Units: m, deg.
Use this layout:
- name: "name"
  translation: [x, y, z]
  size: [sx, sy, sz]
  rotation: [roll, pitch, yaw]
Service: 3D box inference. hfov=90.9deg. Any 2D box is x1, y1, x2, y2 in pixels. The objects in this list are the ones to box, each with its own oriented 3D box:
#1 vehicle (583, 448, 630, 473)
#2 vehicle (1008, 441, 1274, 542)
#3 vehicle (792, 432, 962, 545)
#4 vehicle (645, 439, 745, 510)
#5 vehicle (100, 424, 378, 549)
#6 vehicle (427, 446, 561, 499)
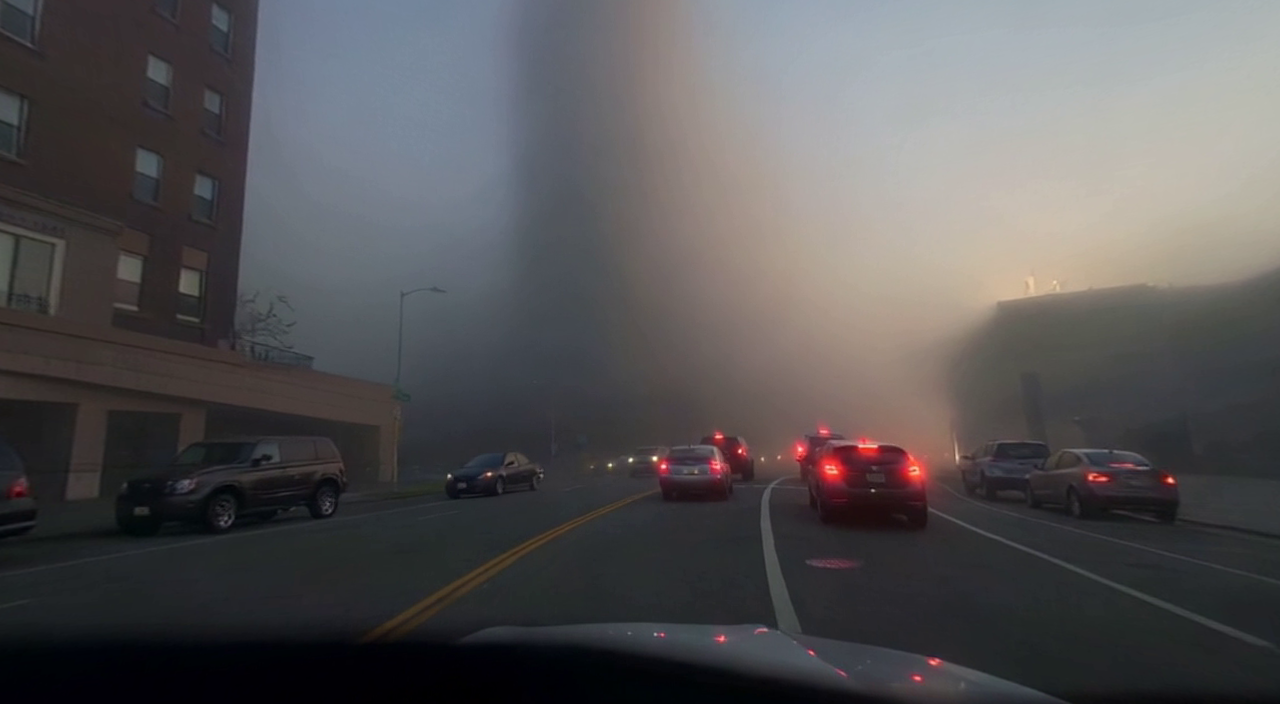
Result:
- name: "vehicle"
  translation: [-2.124, 7.013, 40.940]
  size: [2.040, 1.492, 4.318]
  rotation: [-2, -9, 11]
- name: "vehicle"
  translation: [9.067, 2.486, 12.097]
  size: [1.901, 1.500, 4.729]
  rotation: [-2, -8, 10]
- name: "vehicle"
  translation: [3.724, 2.161, 10.733]
  size: [1.982, 1.510, 4.144]
  rotation: [-2, -9, 11]
- name: "vehicle"
  translation: [1.441, 2.840, 15.155]
  size: [2.031, 1.461, 3.763]
  rotation: [-2, -8, 10]
- name: "vehicle"
  translation: [-7.459, 2.486, 12.393]
  size: [1.934, 1.770, 4.546]
  rotation: [-9, -9, 11]
- name: "vehicle"
  translation: [-4.643, 3.869, 20.758]
  size: [1.928, 1.503, 4.322]
  rotation: [-4, -9, 27]
